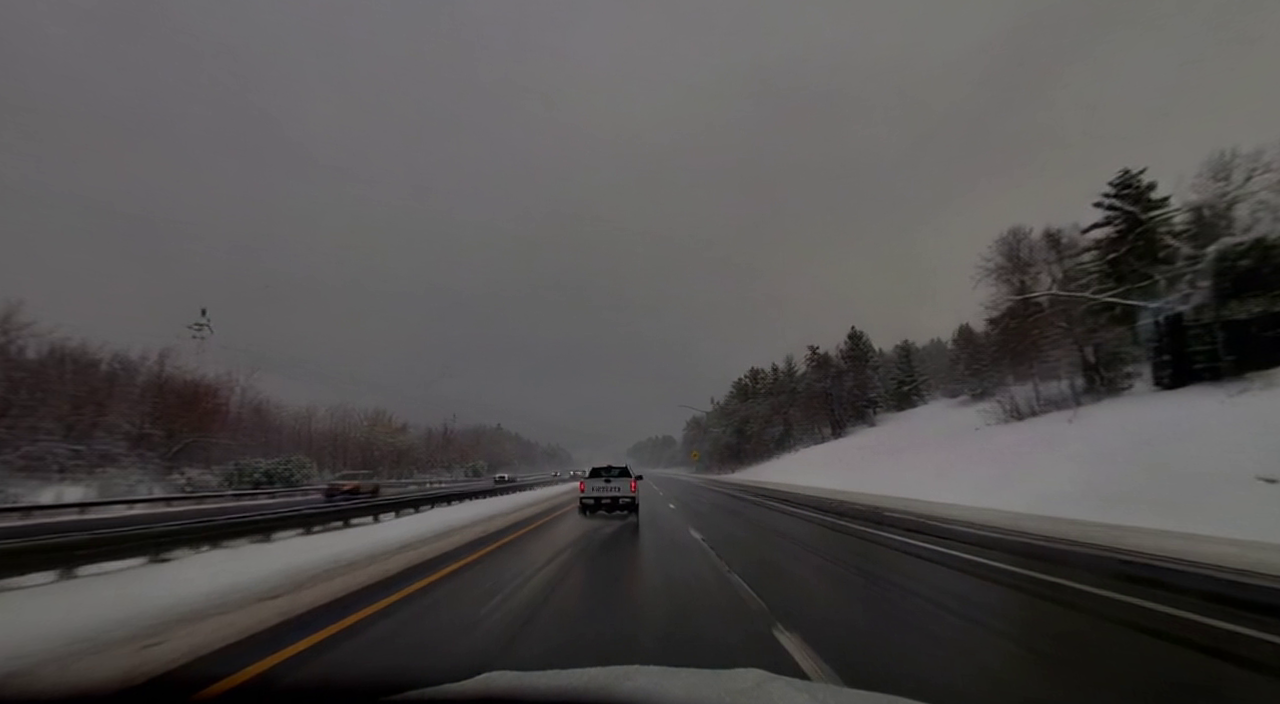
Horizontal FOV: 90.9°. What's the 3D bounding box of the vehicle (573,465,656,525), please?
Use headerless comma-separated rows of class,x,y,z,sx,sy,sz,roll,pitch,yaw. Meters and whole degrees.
vehicle,-0.630,4.192,18.953,2.135,1.506,5.041,1,-10,1

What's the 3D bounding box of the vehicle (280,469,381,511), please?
vehicle,-13.414,6.002,27.746,2.067,1.534,4.802,-3,-10,-1
